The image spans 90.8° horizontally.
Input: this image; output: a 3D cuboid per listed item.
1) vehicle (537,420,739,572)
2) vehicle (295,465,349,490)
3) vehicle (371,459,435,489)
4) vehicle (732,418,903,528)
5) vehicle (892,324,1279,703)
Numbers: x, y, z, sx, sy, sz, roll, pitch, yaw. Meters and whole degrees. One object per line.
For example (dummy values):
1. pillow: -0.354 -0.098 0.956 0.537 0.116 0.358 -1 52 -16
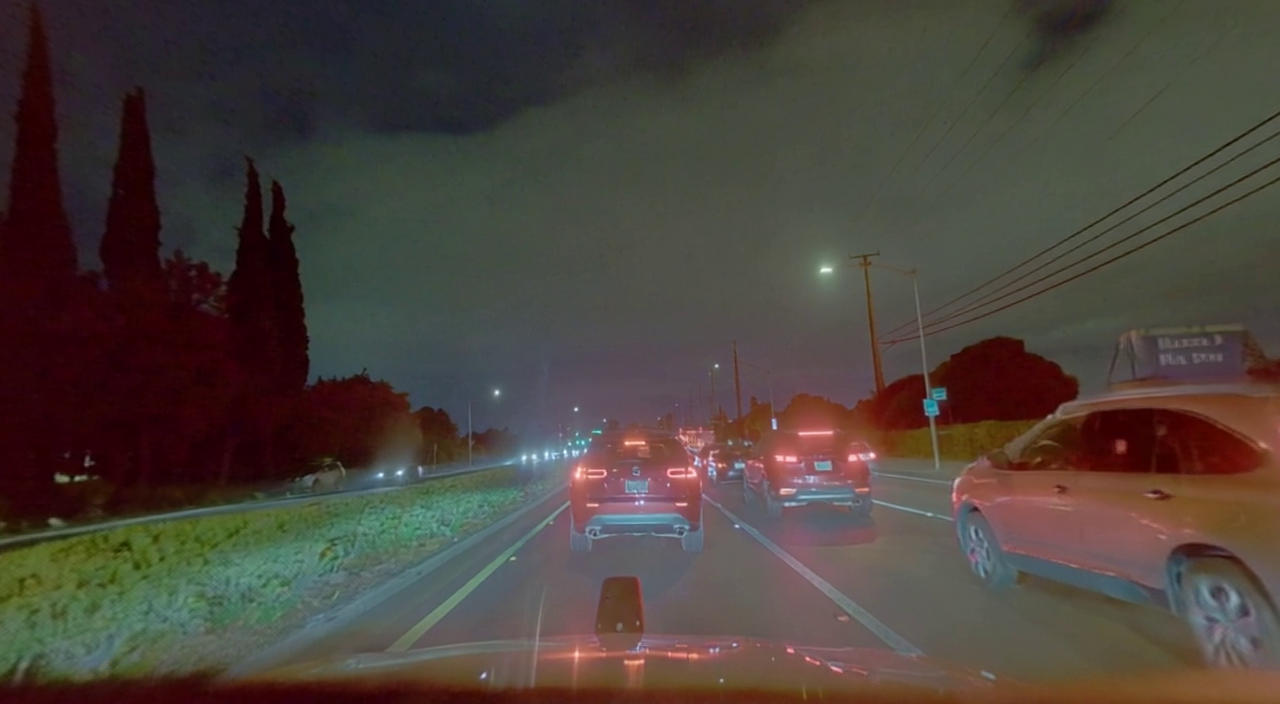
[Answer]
1. vehicle: -0.055 1.887 9.090 2.199 1.641 4.232 0 -8 -1
2. vehicle: -22.829 9.028 45.524 1.847 1.554 3.926 0 -8 -1
3. vehicle: -13.540 7.001 36.476 1.960 1.491 4.700 0 -8 -1
4. vehicle: 3.323 2.373 12.969 2.097 1.818 4.625 0 -8 -1
5. vehicle: 3.523 0.986 4.069 2.001 1.707 4.250 0 -8 0
